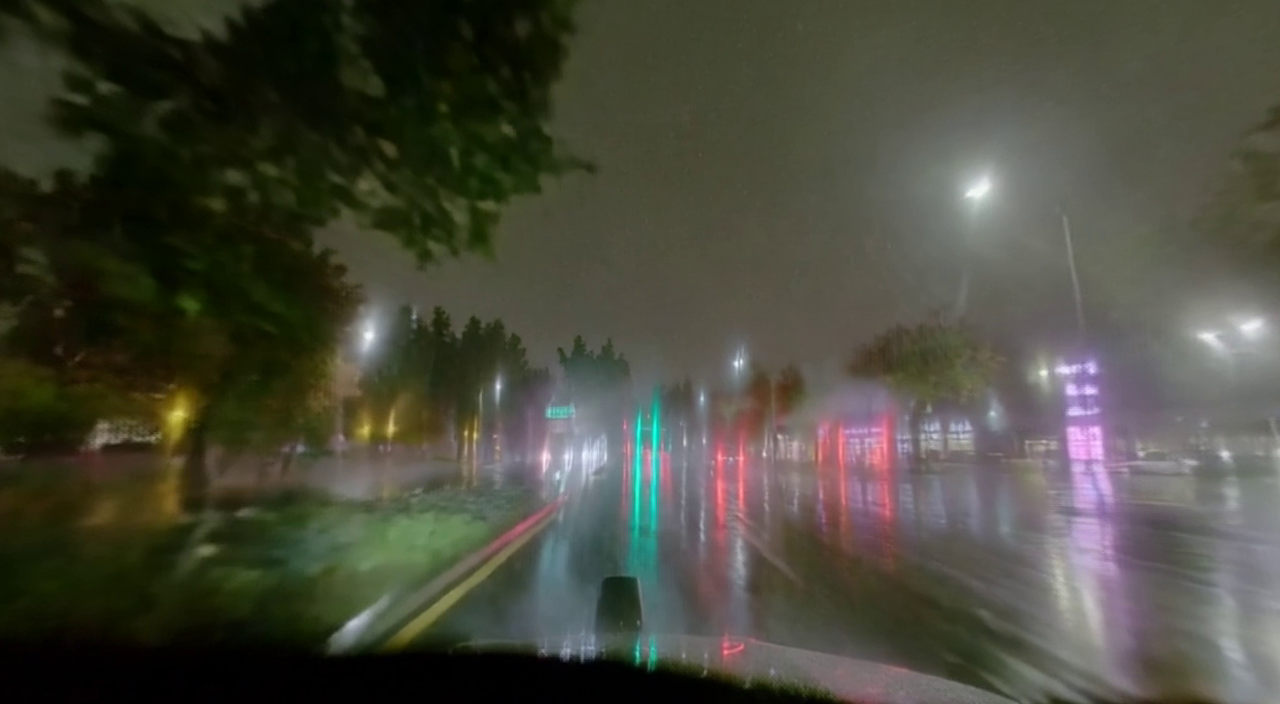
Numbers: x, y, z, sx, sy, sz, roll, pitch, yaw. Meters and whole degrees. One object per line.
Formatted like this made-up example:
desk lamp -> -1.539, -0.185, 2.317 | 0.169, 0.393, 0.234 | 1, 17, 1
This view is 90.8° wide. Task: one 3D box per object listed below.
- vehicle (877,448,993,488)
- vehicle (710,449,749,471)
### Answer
vehicle -> 13.461, 5.277, 29.000 | 4.281, 1.719, 1.983 | 0, -9, -1
vehicle -> 6.325, 7.677, 45.257 | 2.024, 1.475, 4.600 | 0, -9, -2
